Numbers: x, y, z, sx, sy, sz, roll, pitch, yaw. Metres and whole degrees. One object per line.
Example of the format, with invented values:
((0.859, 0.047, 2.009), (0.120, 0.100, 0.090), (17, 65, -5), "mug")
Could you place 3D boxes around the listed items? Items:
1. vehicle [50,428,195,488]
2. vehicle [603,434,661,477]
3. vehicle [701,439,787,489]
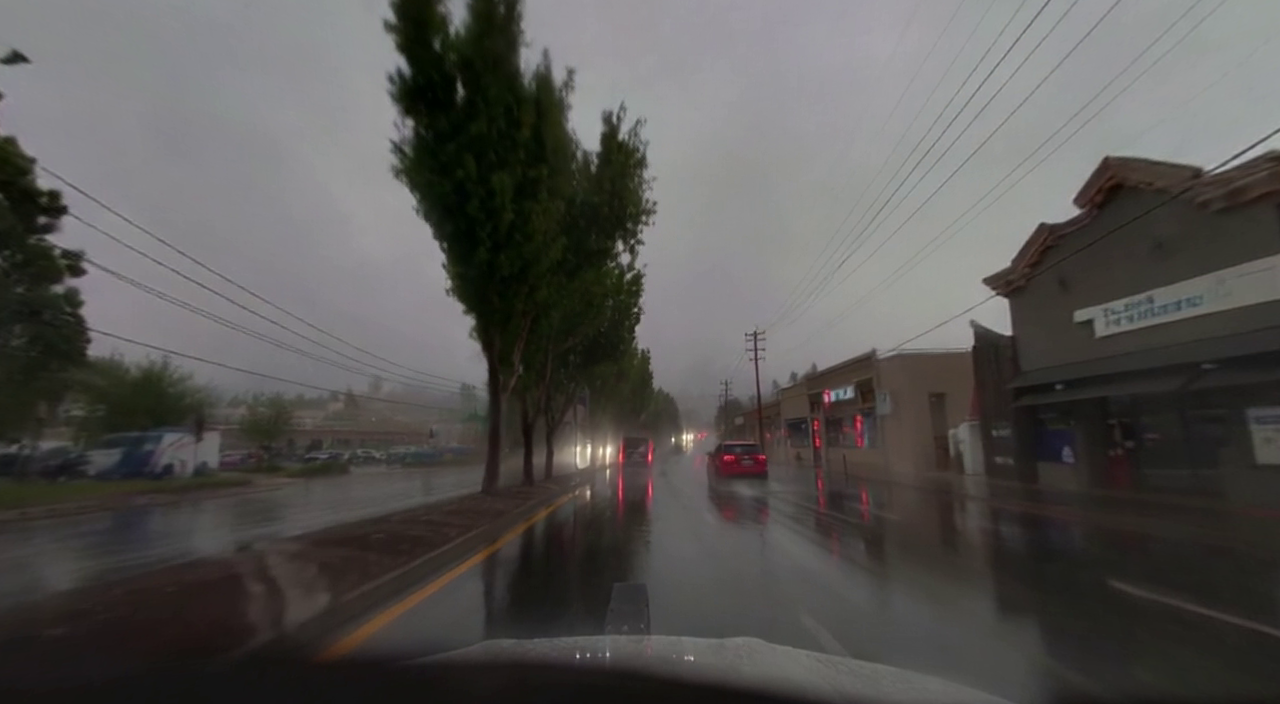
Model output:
((-24.403, 4.992, 29.942), (4.412, 2.662, 2.544), (1, -8, -9), "vehicle")
((-0.351, 4.709, 28.956), (2.441, 1.813, 4.581), (0, -8, 0), "vehicle")
((3.317, 3.656, 20.997), (1.954, 1.479, 4.557), (0, -8, -2), "vehicle")
